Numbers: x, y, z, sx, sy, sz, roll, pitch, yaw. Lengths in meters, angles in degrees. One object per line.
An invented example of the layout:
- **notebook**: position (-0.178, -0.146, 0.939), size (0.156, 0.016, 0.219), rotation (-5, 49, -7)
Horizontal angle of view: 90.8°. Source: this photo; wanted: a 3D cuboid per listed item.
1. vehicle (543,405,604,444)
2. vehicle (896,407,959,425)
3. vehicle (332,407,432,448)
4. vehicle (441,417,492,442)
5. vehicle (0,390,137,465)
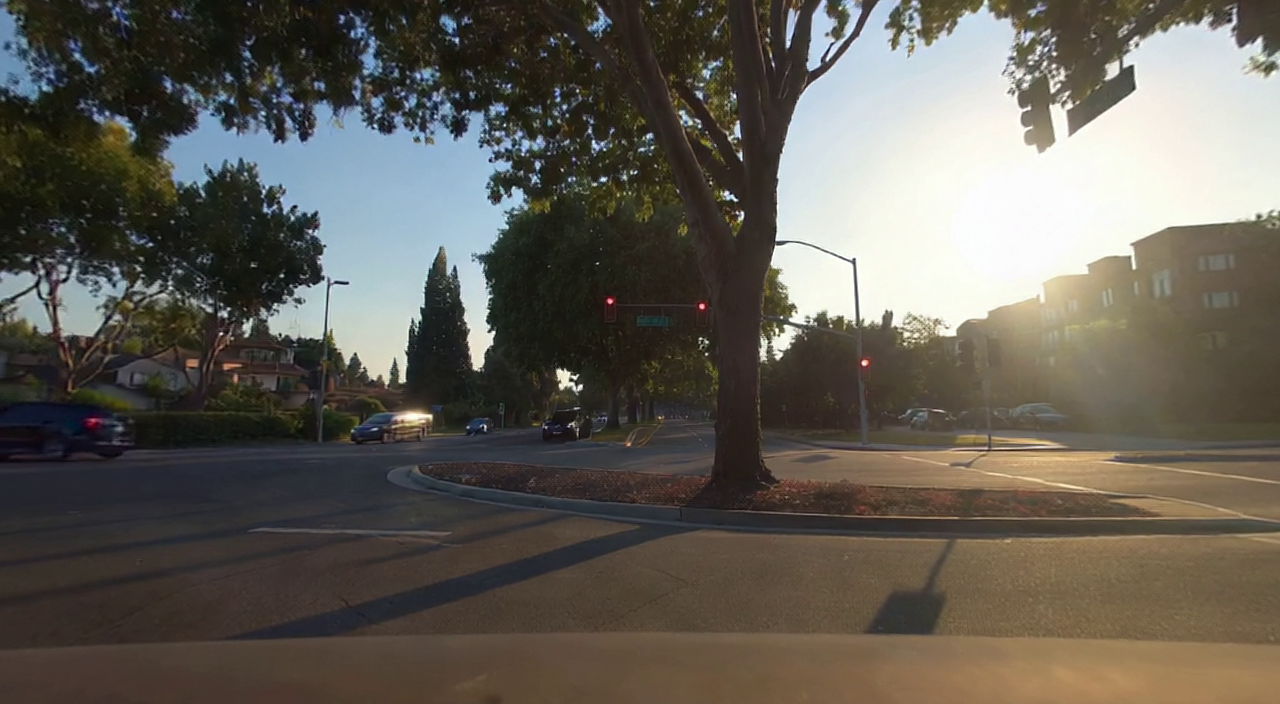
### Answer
- **vehicle**: position (-3.446, 3.980, 33.873), size (2.306, 1.907, 5.382), rotation (-1, -8, 4)
- **vehicle**: position (22.003, 4.933, 48.440), size (3.933, 1.219, 1.700), rotation (-1, -9, 3)
- **vehicle**: position (-12.713, 3.848, 31.595), size (2.340, 1.902, 4.920), rotation (-2, -9, 9)
- **vehicle**: position (-11.235, 5.116, 41.164), size (1.899, 1.510, 4.294), rotation (-1, -8, 3)
- **vehicle**: position (-17.201, 2.068, 17.067), size (5.383, 1.870, 2.203), rotation (-1, -9, 3)
